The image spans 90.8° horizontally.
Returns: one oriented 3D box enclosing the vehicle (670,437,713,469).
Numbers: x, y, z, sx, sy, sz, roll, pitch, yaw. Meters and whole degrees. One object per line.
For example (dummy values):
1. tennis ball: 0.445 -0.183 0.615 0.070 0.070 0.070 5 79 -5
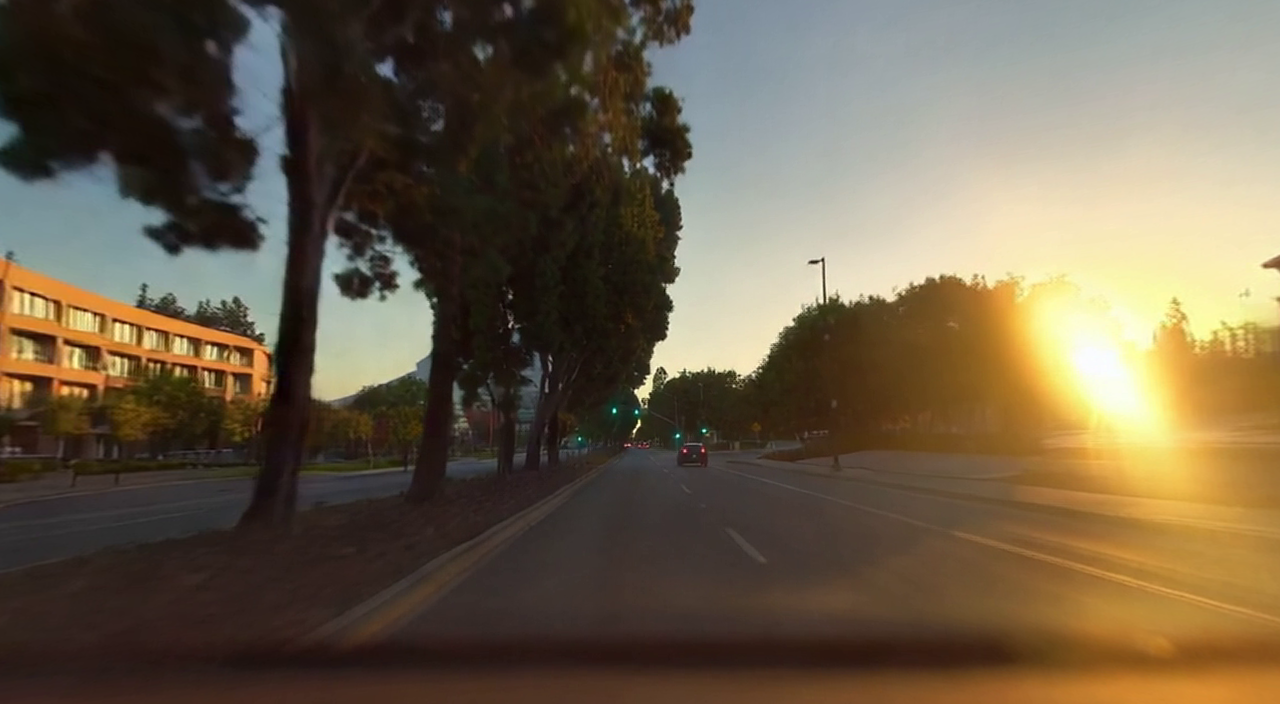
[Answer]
1. vehicle: 3.068 6.174 38.809 2.085 1.828 5.383 0 -8 -1
